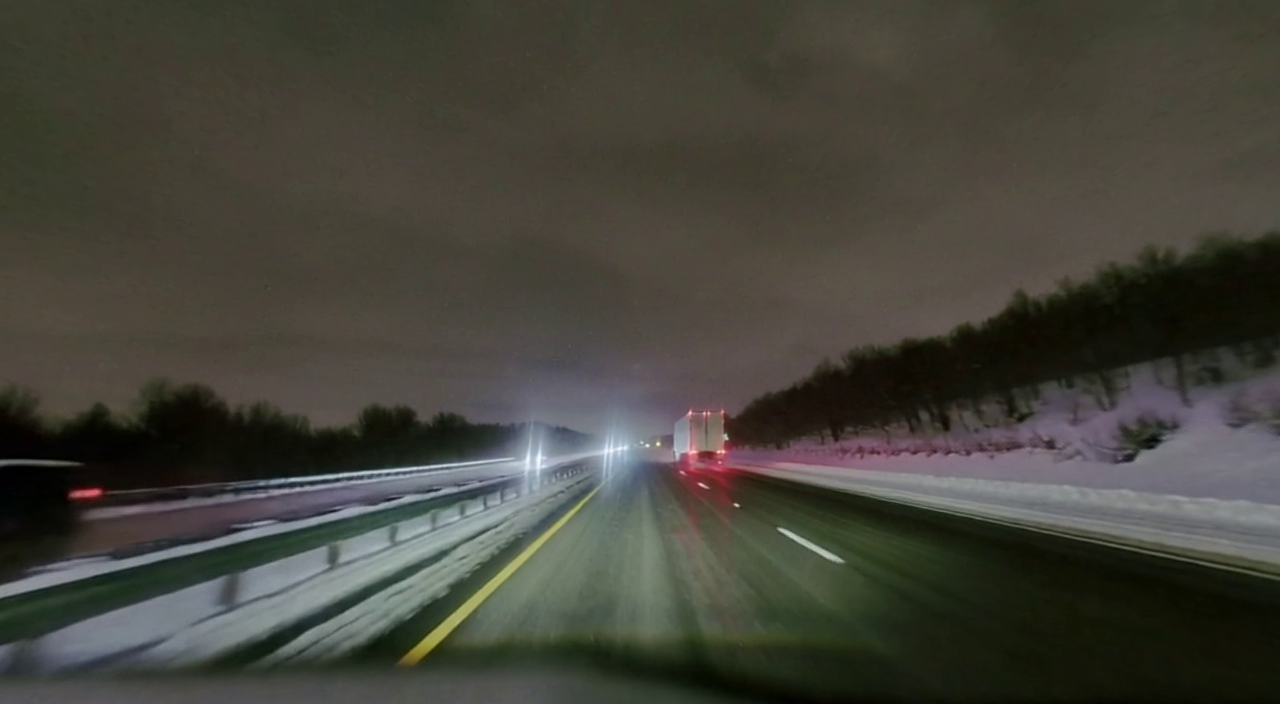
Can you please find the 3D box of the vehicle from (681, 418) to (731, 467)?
[{"bbox_3d":[4.889,6.972,47.893,2.826,3.408,7.775,0,-9,-1],"label":"vehicle"}]
